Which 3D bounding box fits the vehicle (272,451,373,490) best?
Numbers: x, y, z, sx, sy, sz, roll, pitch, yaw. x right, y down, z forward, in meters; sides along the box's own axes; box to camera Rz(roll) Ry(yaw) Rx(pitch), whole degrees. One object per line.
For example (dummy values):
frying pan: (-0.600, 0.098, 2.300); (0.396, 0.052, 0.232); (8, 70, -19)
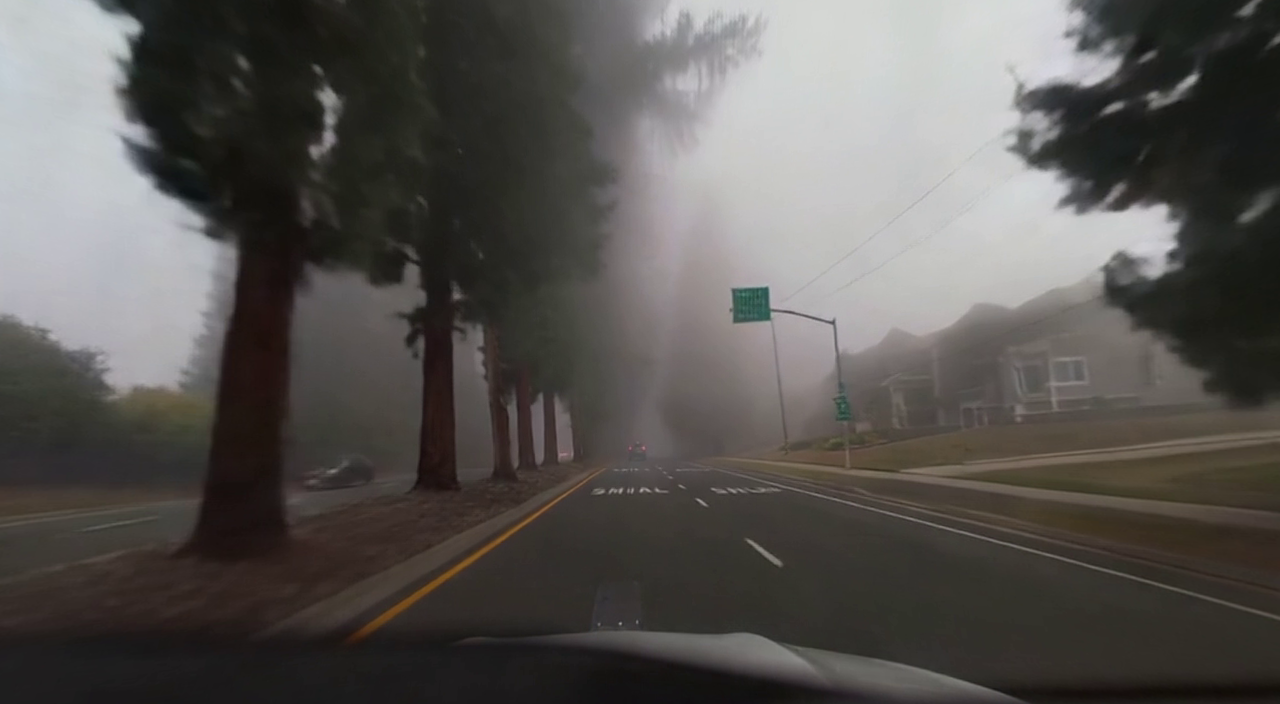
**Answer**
vehicle: (-13.584, 5.064, 27.410); (1.924, 1.528, 4.731); (0, -9, 0)
